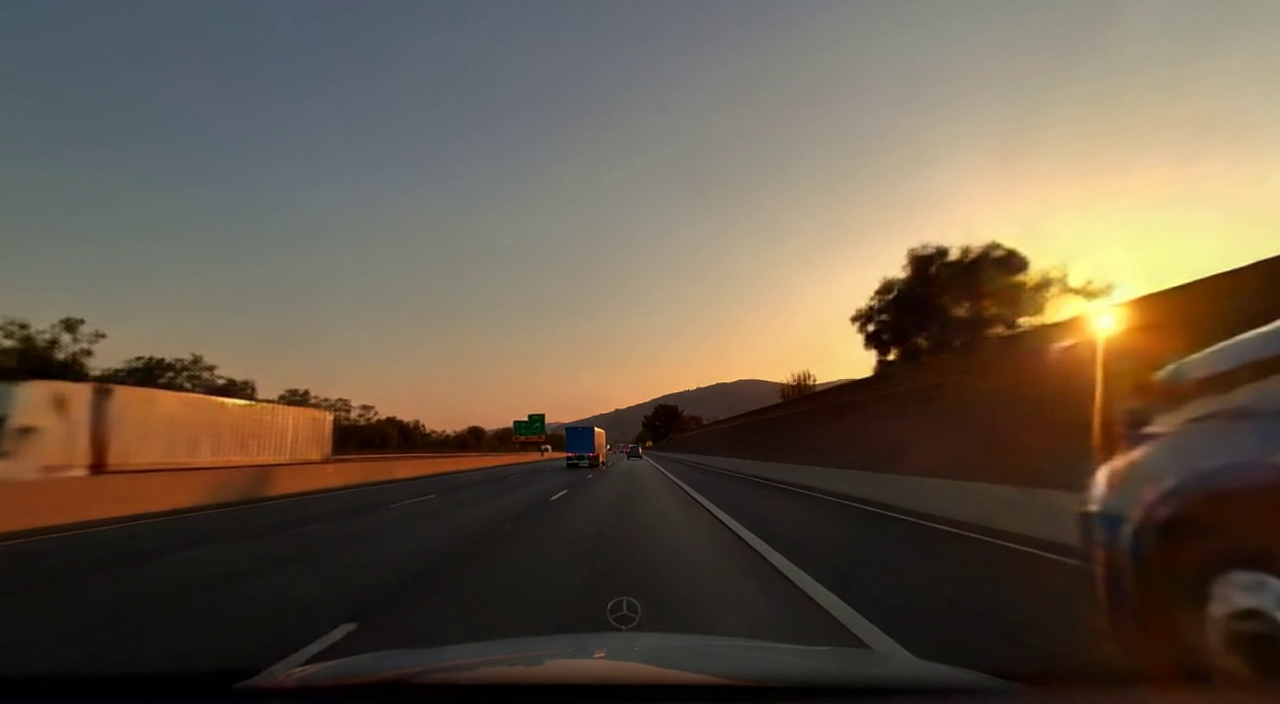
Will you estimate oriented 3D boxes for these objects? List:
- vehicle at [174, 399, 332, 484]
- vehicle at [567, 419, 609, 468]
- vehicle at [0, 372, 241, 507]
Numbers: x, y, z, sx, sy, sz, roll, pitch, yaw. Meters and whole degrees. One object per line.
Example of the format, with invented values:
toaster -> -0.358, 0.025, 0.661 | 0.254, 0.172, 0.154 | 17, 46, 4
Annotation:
vehicle -> -19.835, 4.743, 33.220 | 2.881, 3.884, 8.294 | 0, -9, 0
vehicle -> -3.987, 7.192, 49.453 | 2.707, 3.461, 7.191 | 0, -9, 0
vehicle -> -19.830, 3.337, 23.648 | 3.025, 3.917, 10.227 | 0, -9, 0
